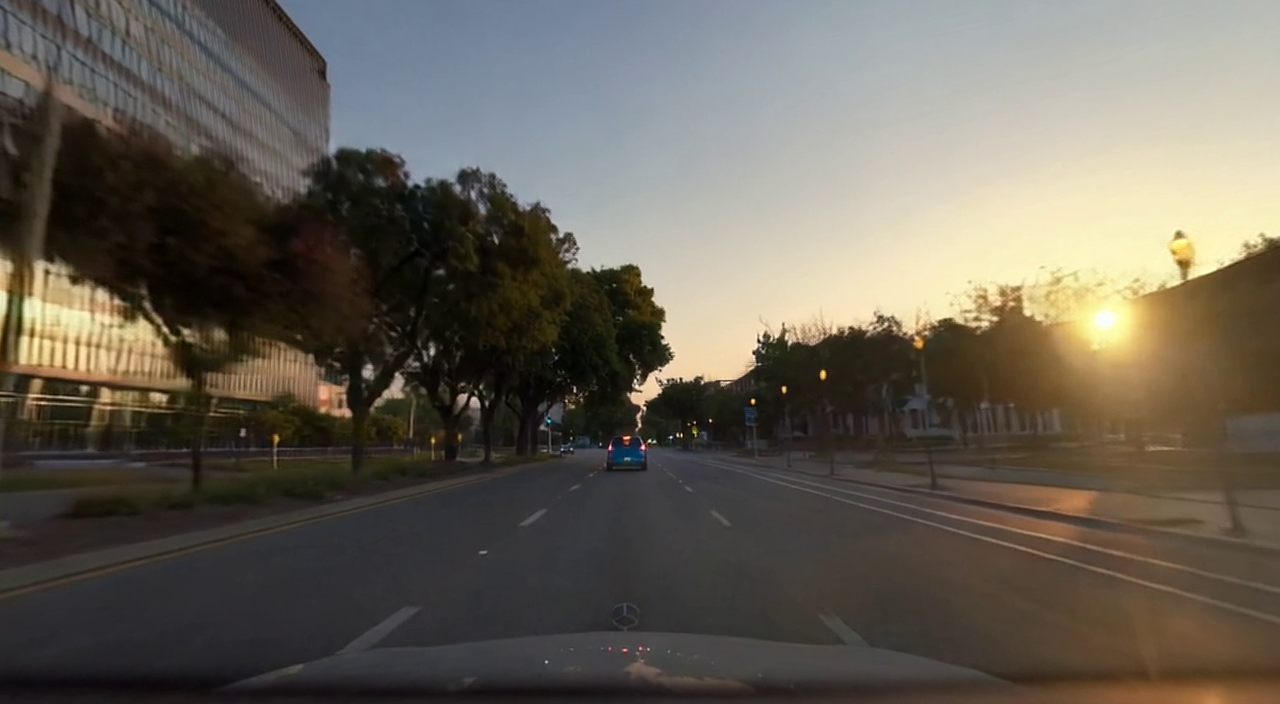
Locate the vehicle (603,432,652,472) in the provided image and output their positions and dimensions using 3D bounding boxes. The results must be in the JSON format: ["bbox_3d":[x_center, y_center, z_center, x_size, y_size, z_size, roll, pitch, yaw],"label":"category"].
[{"bbox_3d":[-0.614,5.027,32.024,2.313,1.860,4.319,0,-8,0],"label":"vehicle"}]
